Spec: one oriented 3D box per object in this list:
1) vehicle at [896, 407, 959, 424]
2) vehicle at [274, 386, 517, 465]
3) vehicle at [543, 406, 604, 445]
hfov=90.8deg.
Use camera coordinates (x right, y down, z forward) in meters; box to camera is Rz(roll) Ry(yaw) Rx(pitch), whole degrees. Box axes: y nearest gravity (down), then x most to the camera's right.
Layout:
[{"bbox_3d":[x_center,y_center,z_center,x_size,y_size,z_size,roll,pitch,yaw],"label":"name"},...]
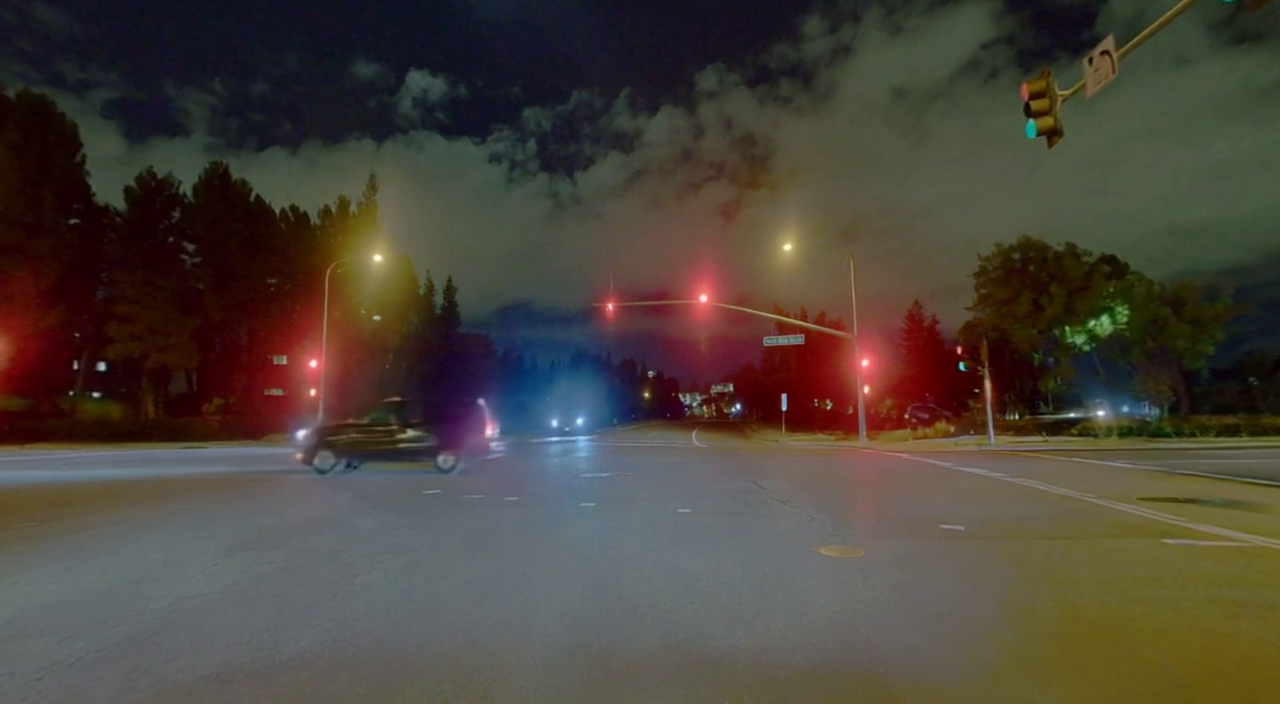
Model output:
[{"bbox_3d":[22.018,4.901,48.454,3.933,1.219,1.700,-1,-9,3],"label":"vehicle"},{"bbox_3d":[-6.140,1.944,16.425,5.383,1.870,2.203,-1,-9,3],"label":"vehicle"},{"bbox_3d":[-3.444,4.016,33.915,2.306,1.907,5.382,-1,-8,4],"label":"vehicle"}]
